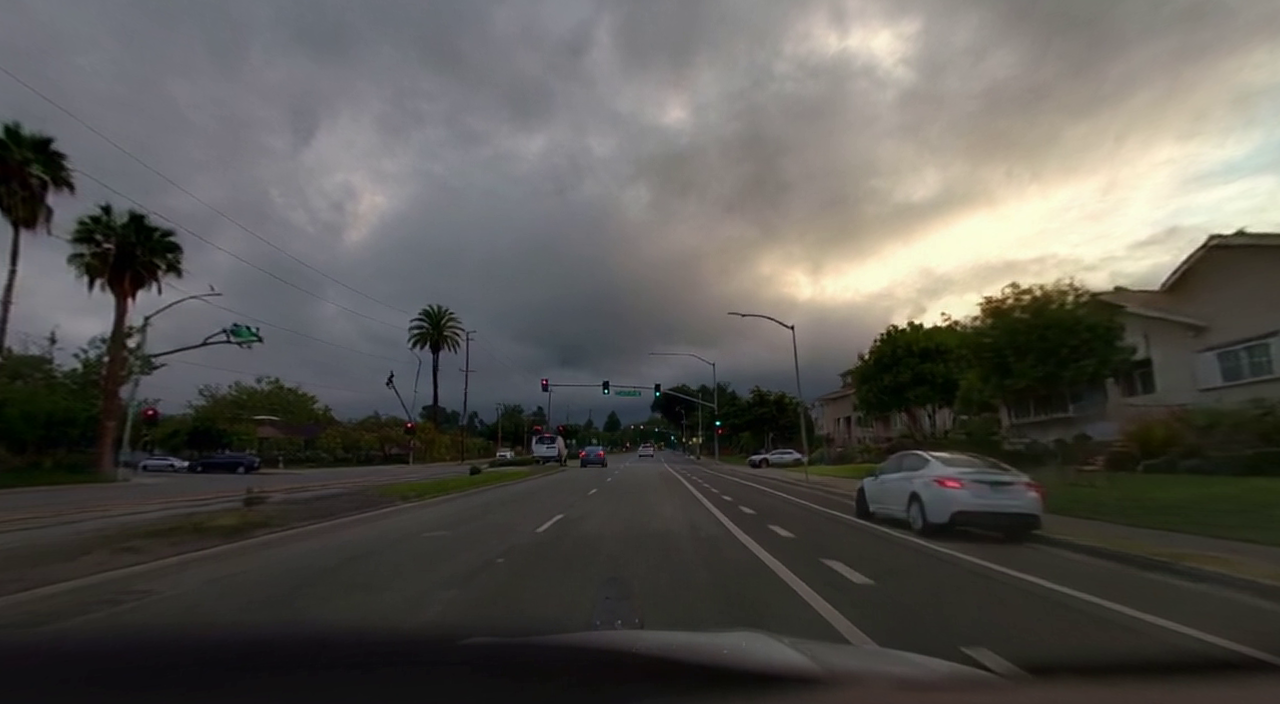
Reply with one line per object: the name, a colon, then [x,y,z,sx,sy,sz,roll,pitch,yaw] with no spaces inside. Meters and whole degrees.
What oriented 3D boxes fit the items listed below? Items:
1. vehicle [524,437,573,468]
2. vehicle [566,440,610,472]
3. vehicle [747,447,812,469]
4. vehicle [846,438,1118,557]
vehicle: [-6.479,7.211,45.390,2.457,2.010,6.330,0,-9,1]
vehicle: [-3.077,6.330,38.408,2.116,1.806,4.516,0,-9,2]
vehicle: [10.270,7.825,46.667,4.509,1.520,1.952,-1,-9,9]
vehicle: [5.112,2.207,10.261,1.994,1.507,4.173,1,-9,-1]
